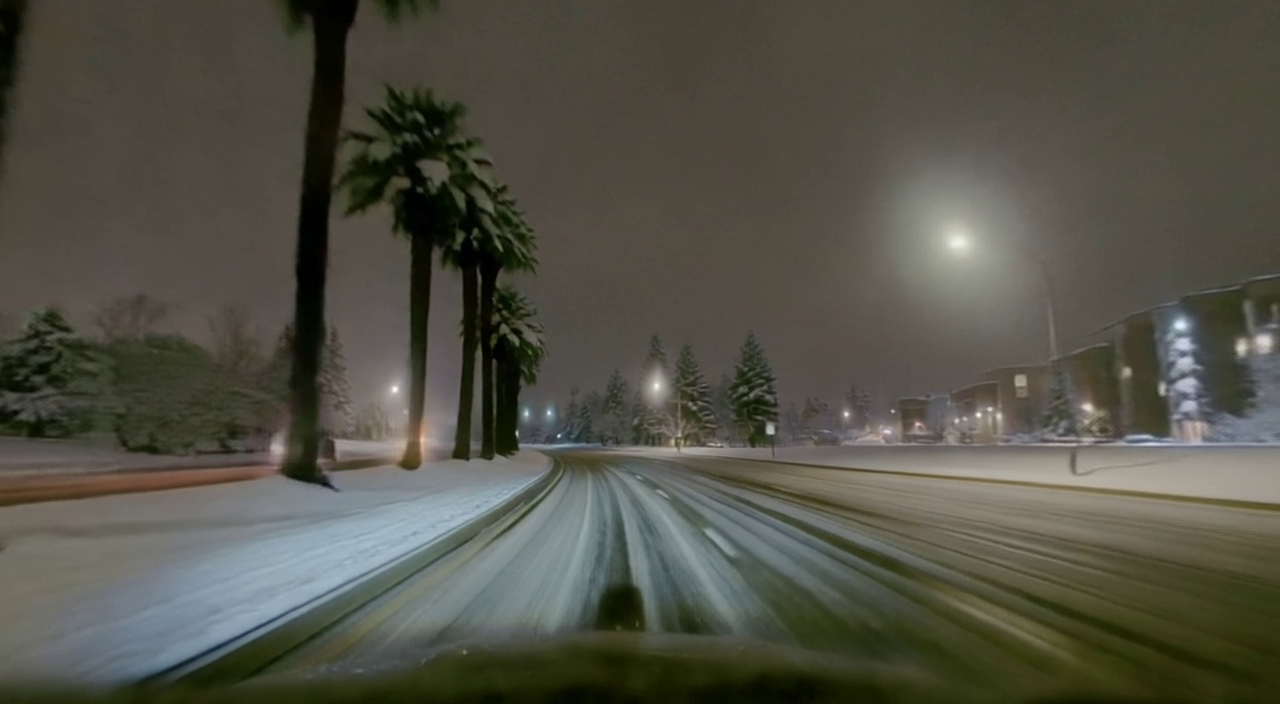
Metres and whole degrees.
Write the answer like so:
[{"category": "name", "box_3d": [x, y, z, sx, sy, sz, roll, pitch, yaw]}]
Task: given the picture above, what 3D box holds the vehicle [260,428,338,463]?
[{"category": "vehicle", "box_3d": [-17.753, 4.915, 33.190, 2.061, 1.699, 4.606, 1, -9, -8]}]
